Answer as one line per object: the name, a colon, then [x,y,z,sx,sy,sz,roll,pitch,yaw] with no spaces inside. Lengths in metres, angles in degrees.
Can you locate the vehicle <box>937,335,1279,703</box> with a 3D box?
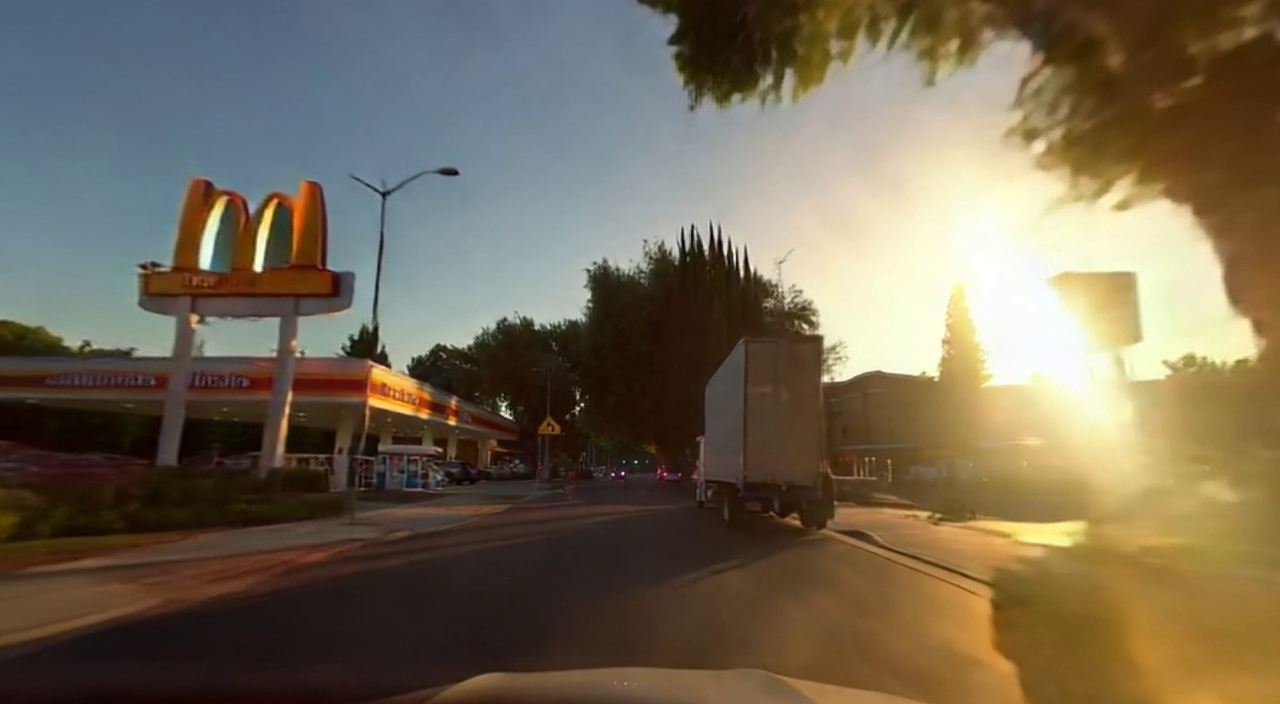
vehicle: [3.248,0.939,2.305,2.050,1.906,4.374,1,-10,-2]

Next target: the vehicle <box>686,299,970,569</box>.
vehicle: [3.328,2.436,16.582,2.990,4.098,13.928,1,-10,-1]
